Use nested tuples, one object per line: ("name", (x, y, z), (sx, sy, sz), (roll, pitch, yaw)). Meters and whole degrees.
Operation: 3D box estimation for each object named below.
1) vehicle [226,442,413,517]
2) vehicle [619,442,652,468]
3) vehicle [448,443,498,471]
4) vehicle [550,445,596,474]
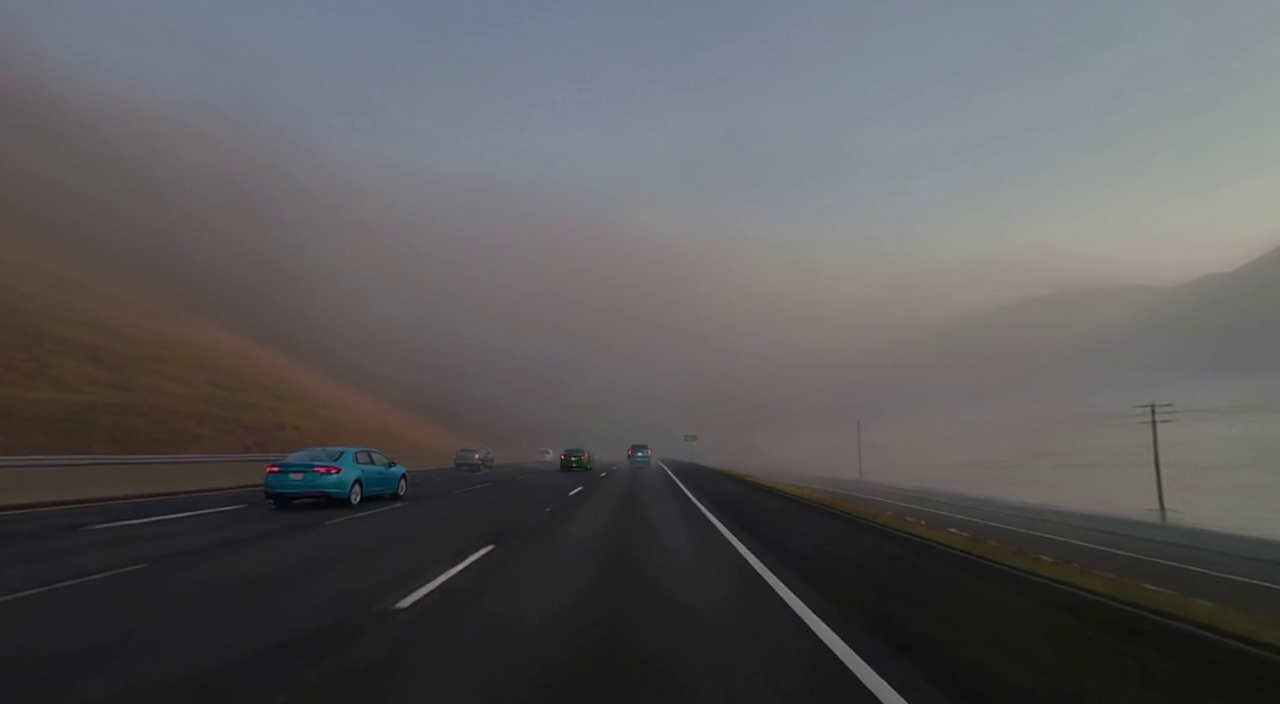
("vehicle", (-7.017, 2.807, 14.445), (1.991, 1.441, 4.265), (0, -8, 1))
("vehicle", (-0.348, 7.238, 44.468), (2.225, 1.674, 4.044), (0, -8, -1))
("vehicle", (-11.064, 7.019, 42.209), (2.025, 1.750, 4.505), (0, -8, 1))
("vehicle", (-3.771, 6.155, 36.429), (2.144, 1.505, 4.649), (0, -8, 0))
